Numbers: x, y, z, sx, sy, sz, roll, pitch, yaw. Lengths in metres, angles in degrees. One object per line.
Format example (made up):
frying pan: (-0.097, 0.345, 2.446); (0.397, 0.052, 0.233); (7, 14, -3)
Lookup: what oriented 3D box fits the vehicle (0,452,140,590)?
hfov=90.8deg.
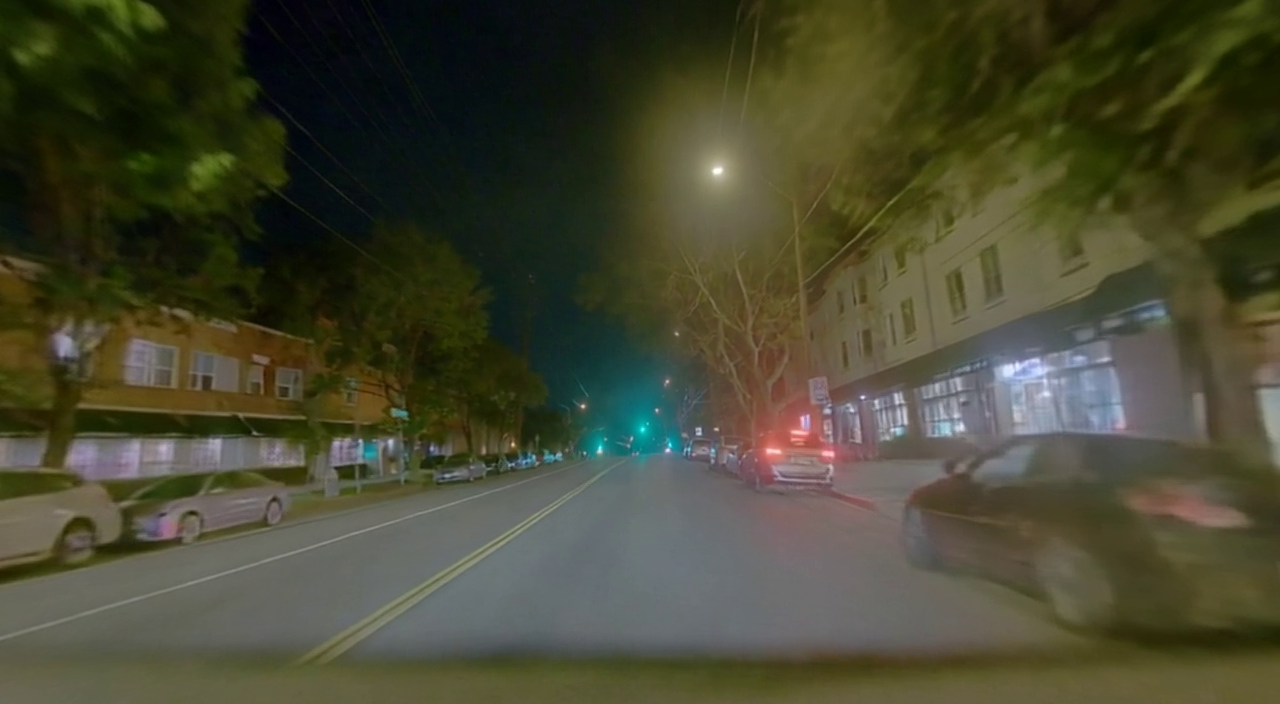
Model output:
vehicle: (-9.365, 2.223, 8.207); (2.061, 1.748, 4.316); (-1, -8, 2)

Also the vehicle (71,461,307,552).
vehicle: (-9.185, 3.119, 13.452); (1.818, 1.469, 4.349); (0, -8, 0)

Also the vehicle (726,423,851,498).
vehicle: (3.848, 2.921, 17.447); (2.225, 1.759, 4.817); (0, -8, -1)

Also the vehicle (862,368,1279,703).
vehicle: (3.714, 1.219, 5.074); (2.089, 1.638, 4.628); (0, -8, -1)

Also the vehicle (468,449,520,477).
vehicle: (-8.705, 6.639, 38.057); (1.948, 1.508, 4.656); (-1, -8, 2)

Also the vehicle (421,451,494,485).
vehicle: (-8.923, 5.680, 31.302); (2.208, 1.508, 4.590); (0, -8, 0)
